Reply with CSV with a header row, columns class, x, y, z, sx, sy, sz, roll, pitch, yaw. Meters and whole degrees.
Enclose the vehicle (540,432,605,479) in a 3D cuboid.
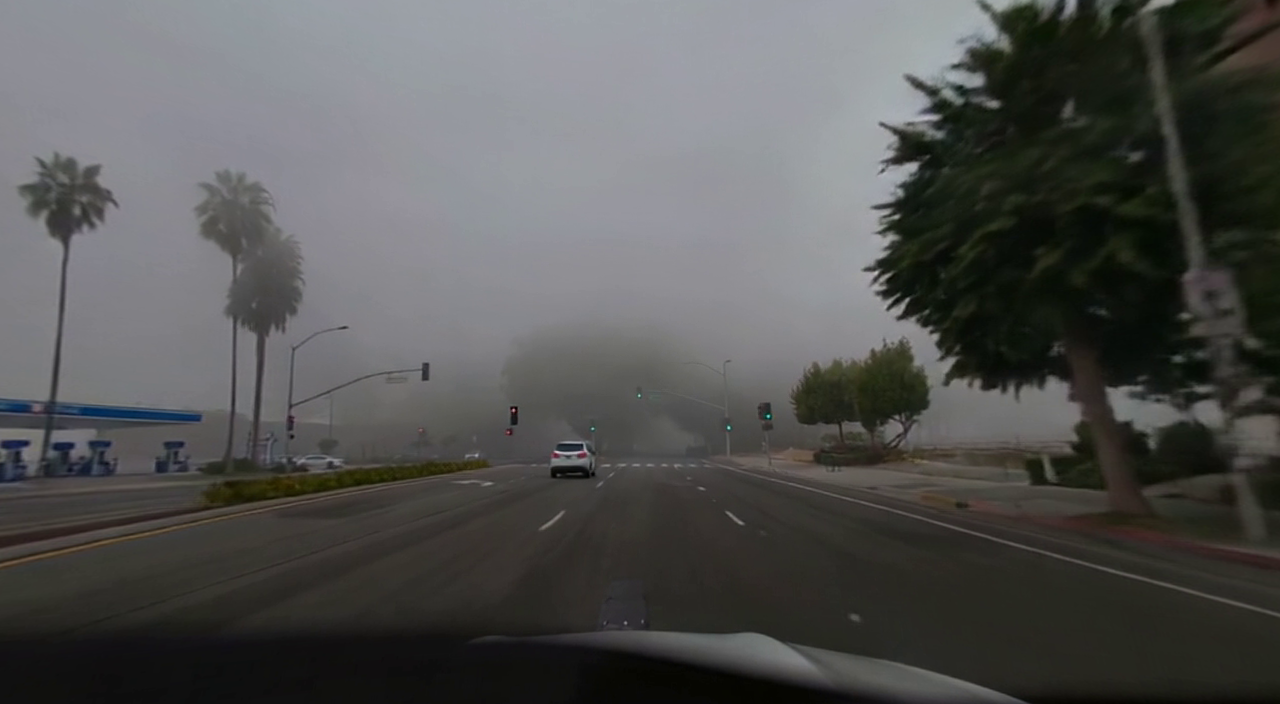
class,x,y,z,sx,sy,sz,roll,pitch,yaw
vehicle,-2.642,4.203,25.791,2.011,1.756,4.478,0,-9,2
